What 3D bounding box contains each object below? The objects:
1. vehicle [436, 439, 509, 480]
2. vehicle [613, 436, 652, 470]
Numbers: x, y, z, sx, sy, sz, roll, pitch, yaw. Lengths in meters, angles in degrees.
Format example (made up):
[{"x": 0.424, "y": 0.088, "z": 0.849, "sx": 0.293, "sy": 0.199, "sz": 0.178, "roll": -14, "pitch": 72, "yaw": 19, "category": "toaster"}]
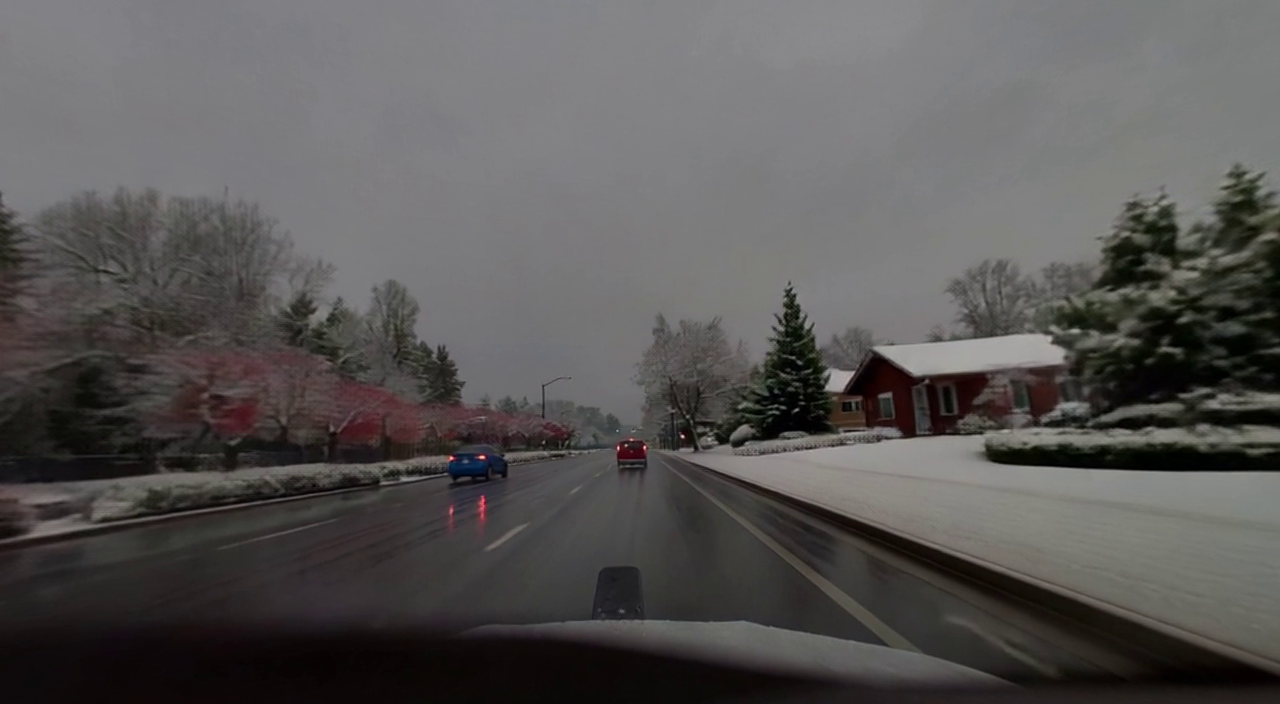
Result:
[{"x": -7.318, "y": 4.729, "z": 28.095, "sx": 1.993, "sy": 1.657, "sz": 4.487, "roll": 0, "pitch": -8, "yaw": 1, "category": "vehicle"}, {"x": -0.401, "y": 5.681, "z": 35.777, "sx": 2.070, "sy": 1.764, "sz": 4.552, "roll": 0, "pitch": -8, "yaw": 0, "category": "vehicle"}]
